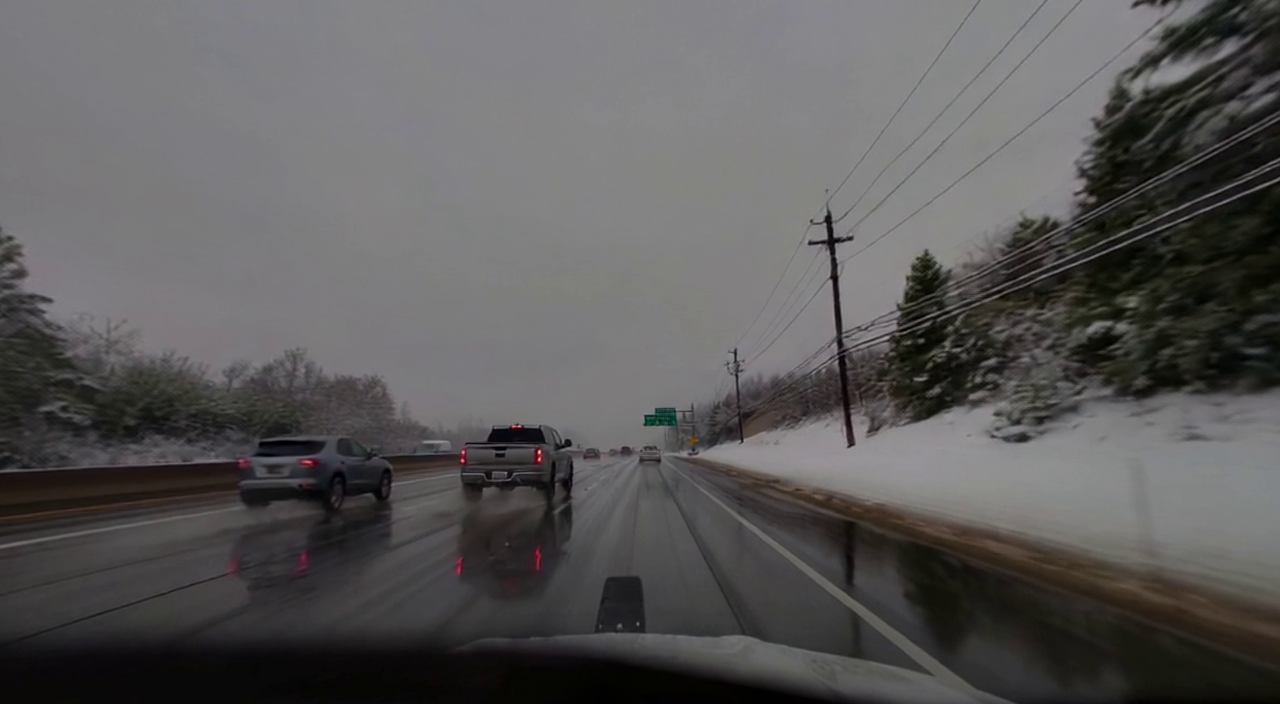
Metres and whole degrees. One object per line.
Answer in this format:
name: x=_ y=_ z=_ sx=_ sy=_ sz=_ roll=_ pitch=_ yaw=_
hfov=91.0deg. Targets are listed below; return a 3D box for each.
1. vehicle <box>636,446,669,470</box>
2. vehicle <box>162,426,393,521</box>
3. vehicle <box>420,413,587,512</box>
vehicle: x=0.797 y=7.065 z=42.132 sx=2.025 sy=1.485 sz=4.310 roll=0 pitch=-8 yaw=-1
vehicle: x=-7.475 y=2.542 z=13.767 sx=2.143 sy=1.688 sz=4.776 roll=0 pitch=-8 yaw=1
vehicle: x=-3.173 y=2.814 z=16.569 sx=2.972 sy=2.087 sz=6.126 roll=0 pitch=-8 yaw=1
